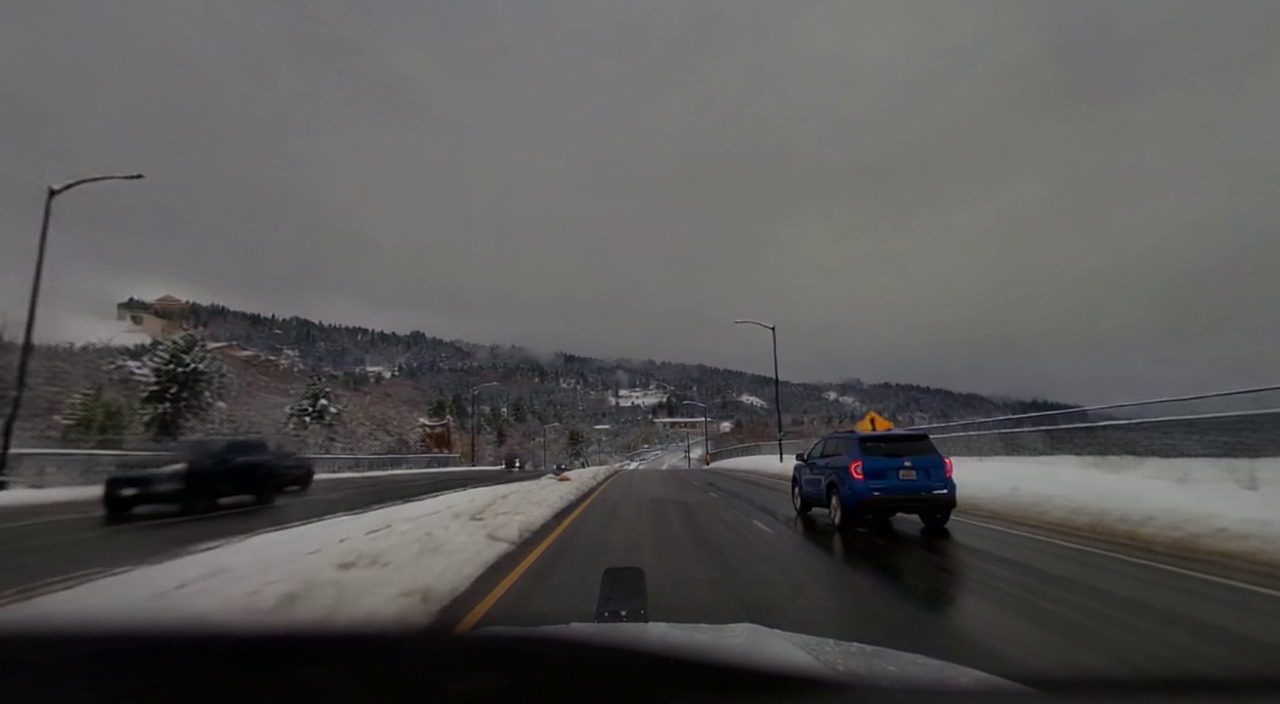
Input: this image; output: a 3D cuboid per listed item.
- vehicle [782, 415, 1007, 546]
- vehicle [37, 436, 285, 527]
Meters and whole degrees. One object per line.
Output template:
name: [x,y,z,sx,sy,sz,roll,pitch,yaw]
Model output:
vehicle: [3.921,2.045,10.703,1.989,1.730,4.324,0,-8,0]
vehicle: [-10.747,2.888,14.762,2.144,1.762,4.604,0,-8,1]
